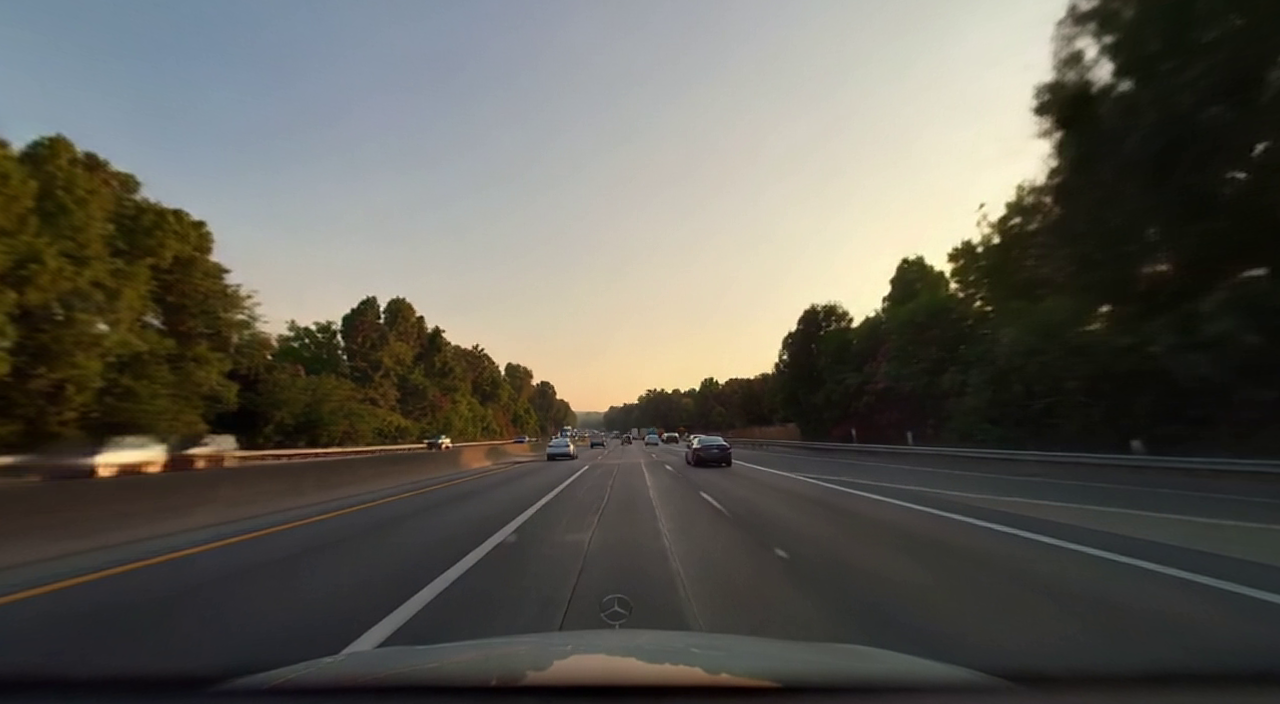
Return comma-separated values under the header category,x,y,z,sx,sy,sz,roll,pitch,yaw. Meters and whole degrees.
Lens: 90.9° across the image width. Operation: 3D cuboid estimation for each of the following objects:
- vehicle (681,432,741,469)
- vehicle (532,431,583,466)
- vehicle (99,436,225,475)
category,x,y,z,sx,sy,sz,roll,pitch,yaw
vehicle,2.998,4.221,27.330,1.990,1.480,3.865,0,-7,-2
vehicle,-4.076,4.868,32.063,2.011,1.614,4.808,0,-7,-1
vehicle,-19.954,4.295,26.598,1.844,1.468,4.521,0,-8,-2
